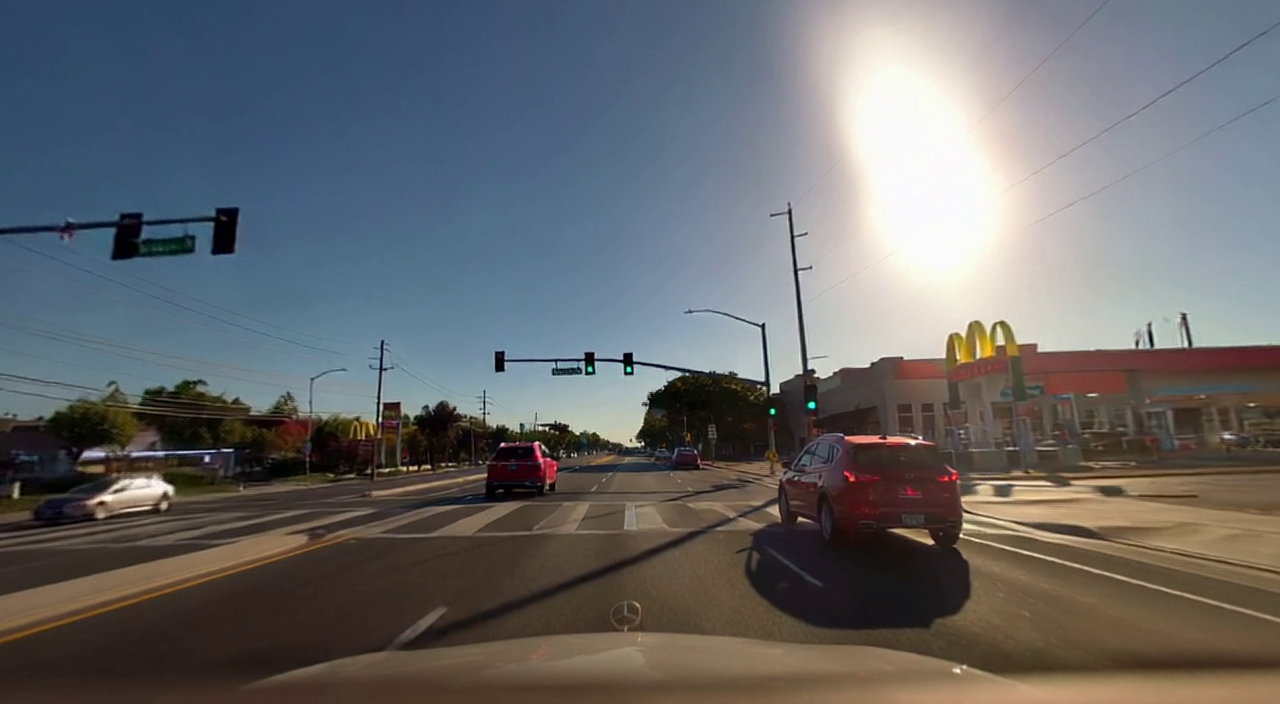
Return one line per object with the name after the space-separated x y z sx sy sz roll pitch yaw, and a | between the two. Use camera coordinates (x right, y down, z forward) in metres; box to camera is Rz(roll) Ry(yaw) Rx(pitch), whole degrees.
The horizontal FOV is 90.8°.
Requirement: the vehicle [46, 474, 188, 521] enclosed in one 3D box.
-20.796 5.765 25.430 1.849 1.497 4.444 0 -9 1 | vehicle

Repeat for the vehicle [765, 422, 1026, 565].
3.464 2.011 9.748 2.085 1.655 4.459 0 -9 -1 | vehicle

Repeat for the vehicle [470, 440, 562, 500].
-3.643 3.536 19.310 1.935 1.617 4.045 0 -9 1 | vehicle

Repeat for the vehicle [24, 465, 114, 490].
-39.578 8.699 43.992 1.814 1.452 4.845 0 -9 -1 | vehicle

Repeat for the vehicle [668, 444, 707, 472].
2.998 6.804 40.865 2.066 1.699 4.419 0 -9 -2 | vehicle
